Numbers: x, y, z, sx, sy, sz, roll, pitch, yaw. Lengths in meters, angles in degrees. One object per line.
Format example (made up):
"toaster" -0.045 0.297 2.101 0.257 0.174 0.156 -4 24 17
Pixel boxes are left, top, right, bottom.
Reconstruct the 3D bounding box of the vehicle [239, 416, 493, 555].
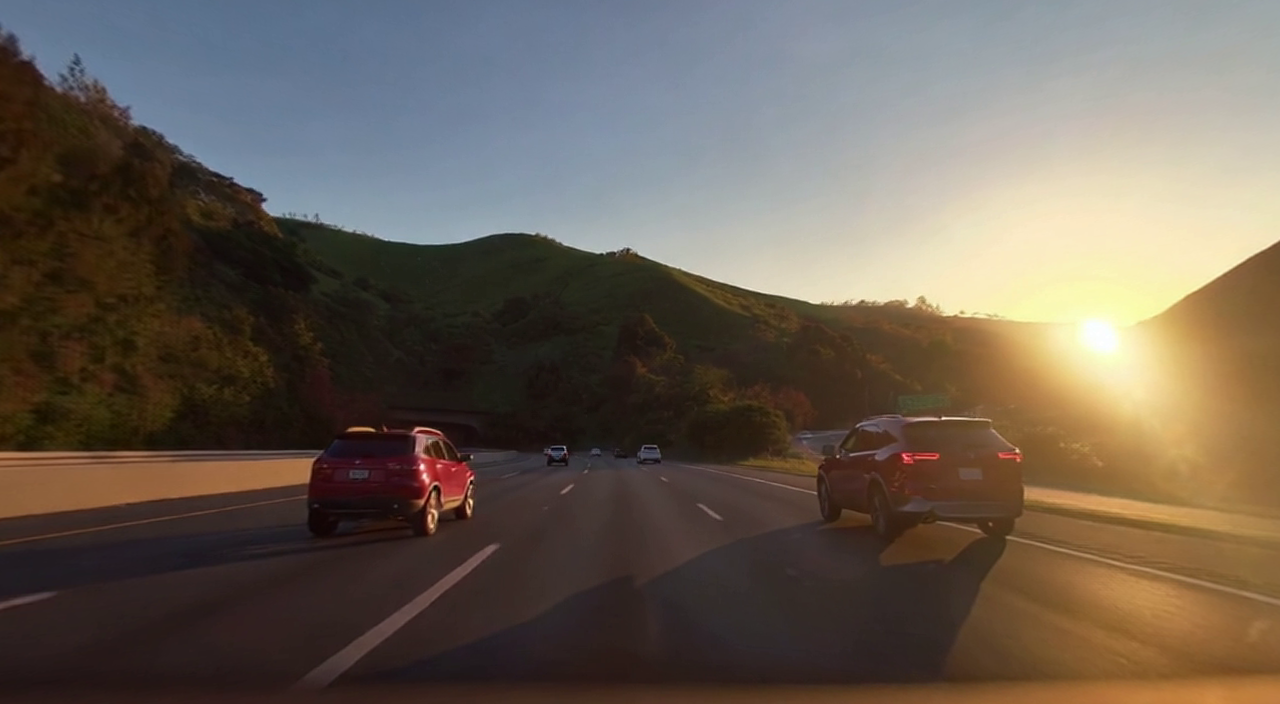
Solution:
"vehicle" -4.079 2.080 10.520 2.213 1.766 4.598 0 -9 -1

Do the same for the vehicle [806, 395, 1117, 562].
"vehicle" 4.340 1.820 9.738 2.103 1.903 4.837 0 -9 -2
